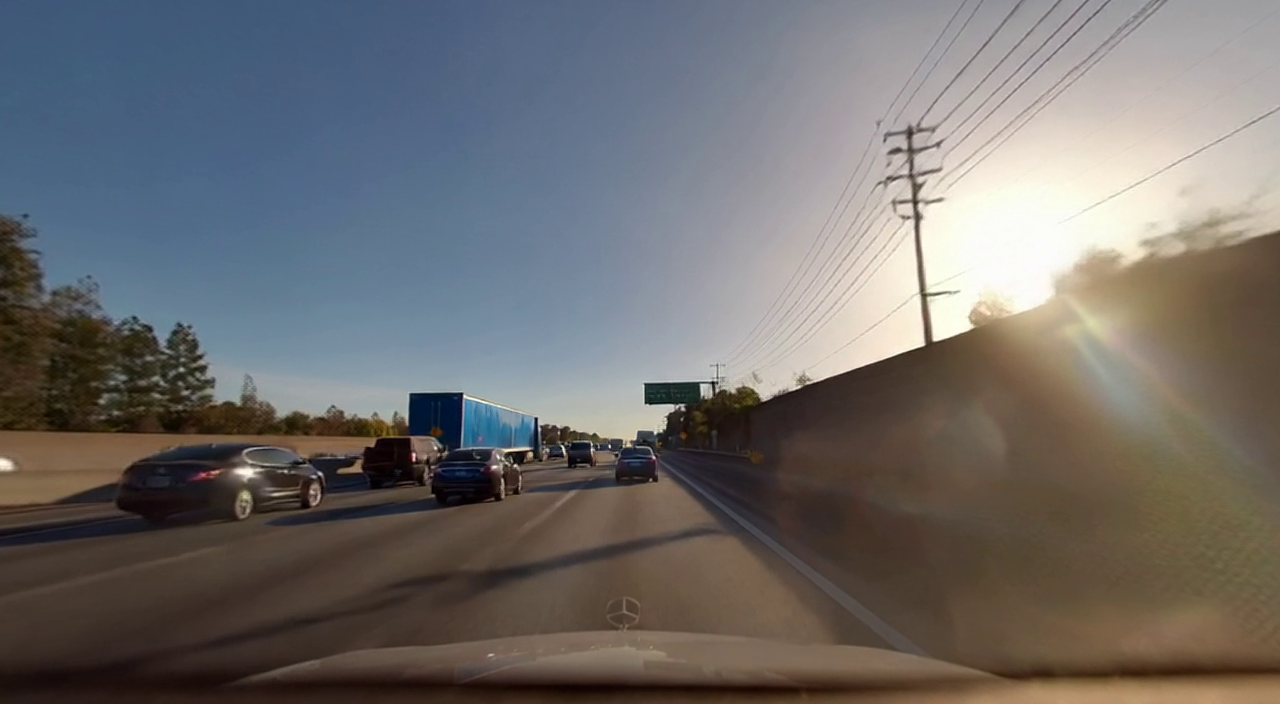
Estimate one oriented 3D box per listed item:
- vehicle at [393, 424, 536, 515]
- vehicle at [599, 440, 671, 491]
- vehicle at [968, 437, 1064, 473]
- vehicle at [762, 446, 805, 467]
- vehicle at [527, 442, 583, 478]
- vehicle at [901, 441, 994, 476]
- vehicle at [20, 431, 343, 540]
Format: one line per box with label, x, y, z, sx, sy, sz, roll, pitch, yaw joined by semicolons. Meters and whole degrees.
vehicle;-3.734;2.582;14.328;1.923;1.716;4.289;0;-9;1
vehicle;-0.164;3.621;20.461;2.089;1.477;3.818;0;-9;0
vehicle;17.841;4.911;30.239;1.936;1.591;4.362;0;-9;1
vehicle;10.502;7.688;46.666;1.974;1.495;4.734;0;-9;-1
vehicle;-3.746;4.843;28.649;1.870;1.485;4.304;0;-9;1
vehicle;14.255;4.950;29.623;1.949;1.472;4.795;0;-9;0
vehicle;-7.616;2.244;11.361;2.165;1.511;4.810;0;-9;1
